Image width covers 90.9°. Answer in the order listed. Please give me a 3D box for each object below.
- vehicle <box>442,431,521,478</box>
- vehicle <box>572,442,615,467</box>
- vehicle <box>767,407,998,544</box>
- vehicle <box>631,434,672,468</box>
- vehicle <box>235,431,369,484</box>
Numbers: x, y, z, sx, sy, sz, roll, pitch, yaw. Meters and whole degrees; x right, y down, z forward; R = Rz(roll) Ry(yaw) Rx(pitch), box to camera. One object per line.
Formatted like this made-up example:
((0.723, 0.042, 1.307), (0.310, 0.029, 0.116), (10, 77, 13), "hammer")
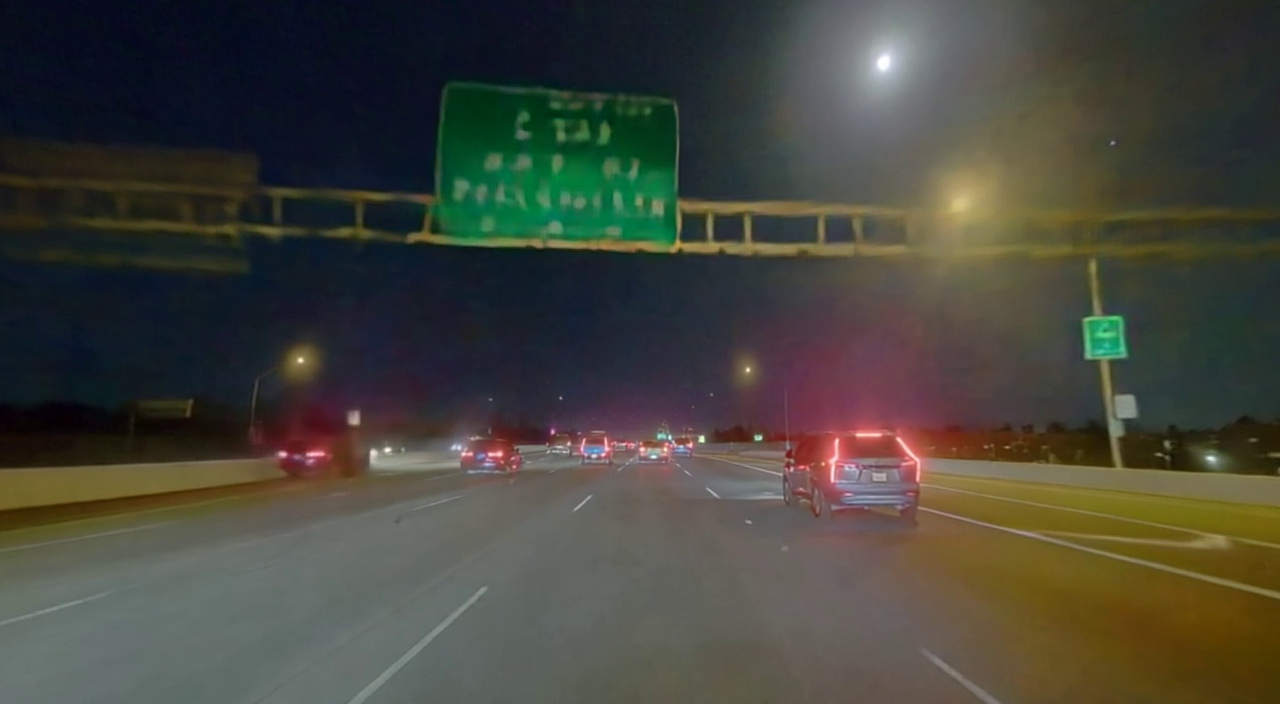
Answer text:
((-6.139, 4.037, 24.951), (1.946, 1.688, 4.019), (0, -8, 2), "vehicle")
((-2.690, 6.057, 37.566), (2.205, 1.406, 4.286), (0, -8, 1), "vehicle")
((3.730, 1.990, 10.841), (2.083, 1.823, 4.627), (0, -8, 0), "vehicle")
((0.645, 5.462, 34.927), (2.133, 1.739, 3.925), (0, -8, 1), "vehicle")
((-12.110, 3.821, 23.087), (2.076, 1.701, 5.093), (0, -8, 0), "vehicle")
